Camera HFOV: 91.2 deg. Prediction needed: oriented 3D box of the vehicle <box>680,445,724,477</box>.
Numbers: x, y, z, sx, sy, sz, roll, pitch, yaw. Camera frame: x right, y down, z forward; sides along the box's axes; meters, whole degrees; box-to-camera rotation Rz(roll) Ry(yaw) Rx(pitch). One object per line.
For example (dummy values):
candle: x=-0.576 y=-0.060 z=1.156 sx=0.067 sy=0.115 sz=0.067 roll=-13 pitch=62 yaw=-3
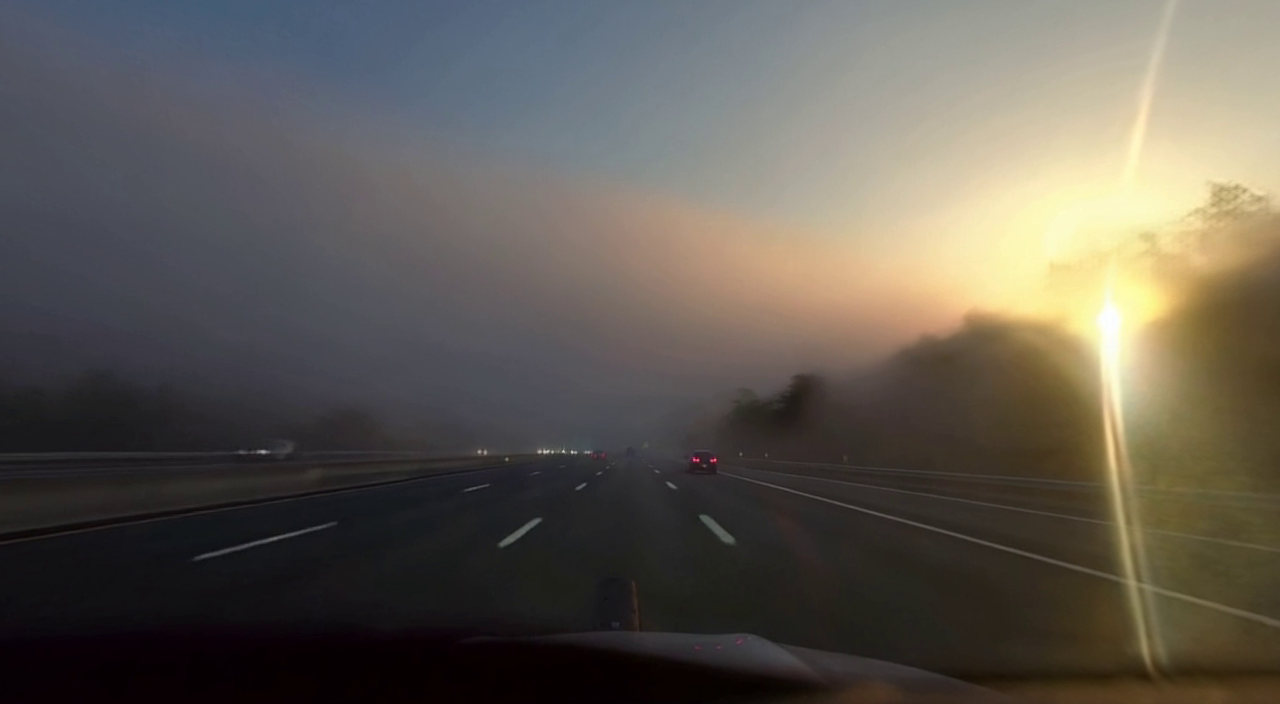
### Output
vehicle: x=3.245 y=5.760 z=33.395 sx=1.895 sy=1.555 sz=4.030 roll=0 pitch=-9 yaw=0
